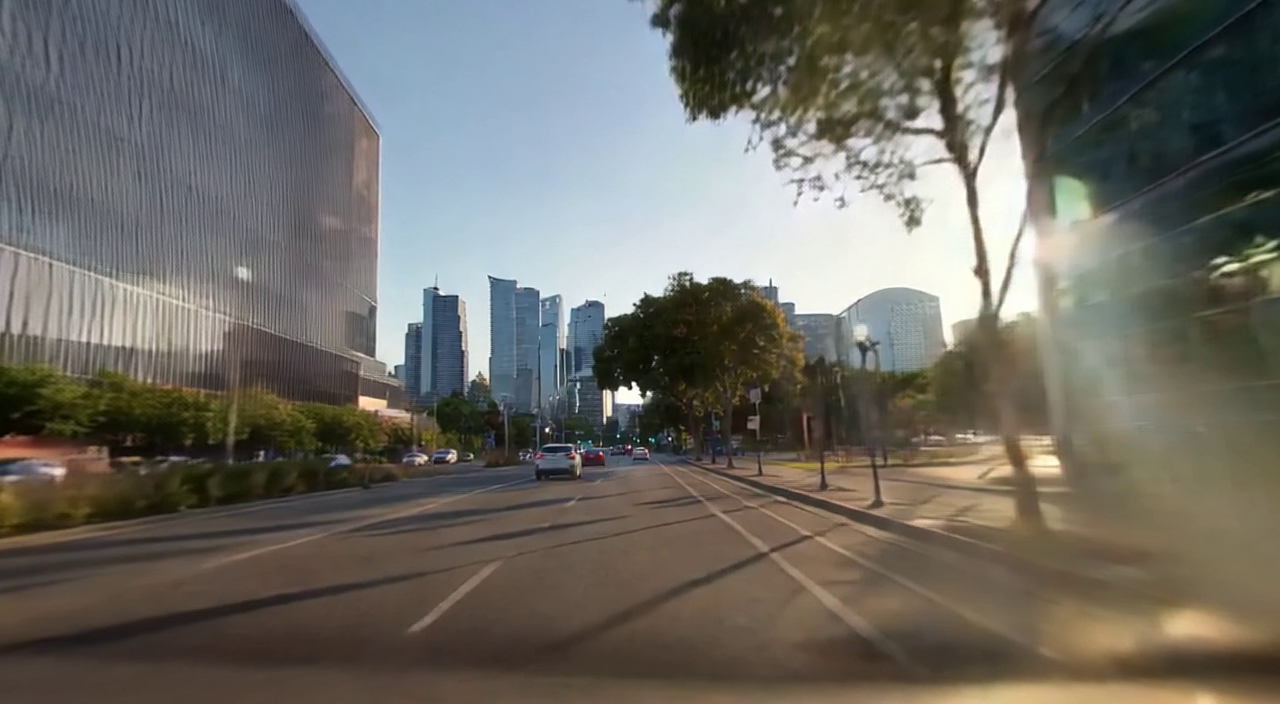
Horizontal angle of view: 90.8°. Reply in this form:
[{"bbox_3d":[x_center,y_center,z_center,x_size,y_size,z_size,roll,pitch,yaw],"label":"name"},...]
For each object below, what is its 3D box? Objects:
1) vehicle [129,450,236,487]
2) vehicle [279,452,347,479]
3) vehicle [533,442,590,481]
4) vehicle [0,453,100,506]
[{"bbox_3d":[-23.698,6.023,33.021,1.978,1.739,4.895,0,-8,-1],"label":"vehicle"},{"bbox_3d":[-20.317,7.054,39.498,1.856,1.471,4.445,0,-8,0],"label":"vehicle"},{"bbox_3d":[-3.362,4.742,27.631,1.983,1.545,3.773,0,-8,0],"label":"vehicle"},{"bbox_3d":[-20.079,3.993,19.998,1.959,1.536,4.455,0,-8,0],"label":"vehicle"}]
